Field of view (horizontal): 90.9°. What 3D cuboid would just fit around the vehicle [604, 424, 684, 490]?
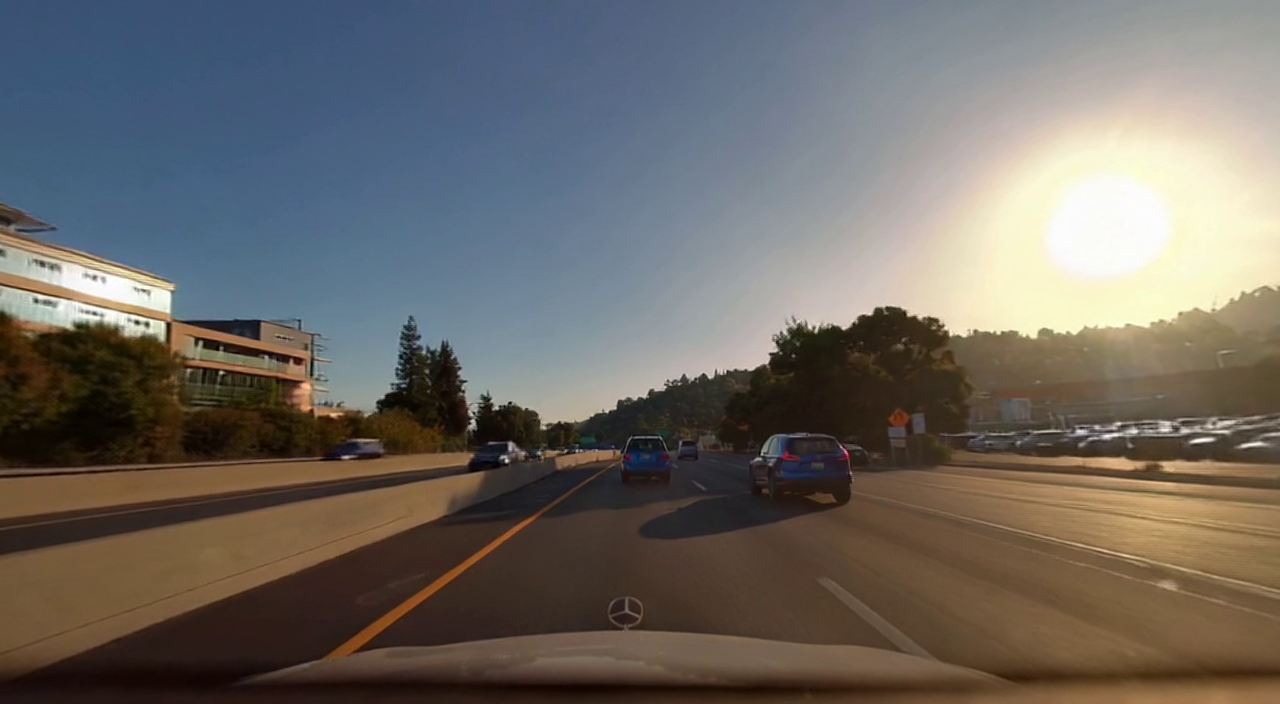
[{"bbox_3d":[0.138,3.337,20.357,2.290,1.862,4.454,0,-8,0],"label":"vehicle"}]

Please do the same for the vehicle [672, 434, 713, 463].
[{"bbox_3d":[3.755,7.043,46.185,2.328,1.987,5.440,0,-8,-1],"label":"vehicle"}]

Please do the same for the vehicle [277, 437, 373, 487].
[{"bbox_3d":[-14.160,4.937,28.711,2.097,1.967,4.612,-2,-8,-1],"label":"vehicle"}]

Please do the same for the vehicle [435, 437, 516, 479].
[{"bbox_3d":[-6.997,4.563,27.428,2.201,1.622,4.716,0,-8,1],"label":"vehicle"}]

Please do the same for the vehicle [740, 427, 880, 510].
[{"bbox_3d":[3.637,2.577,14.382,2.042,1.592,4.047,0,-8,0],"label":"vehicle"}]
